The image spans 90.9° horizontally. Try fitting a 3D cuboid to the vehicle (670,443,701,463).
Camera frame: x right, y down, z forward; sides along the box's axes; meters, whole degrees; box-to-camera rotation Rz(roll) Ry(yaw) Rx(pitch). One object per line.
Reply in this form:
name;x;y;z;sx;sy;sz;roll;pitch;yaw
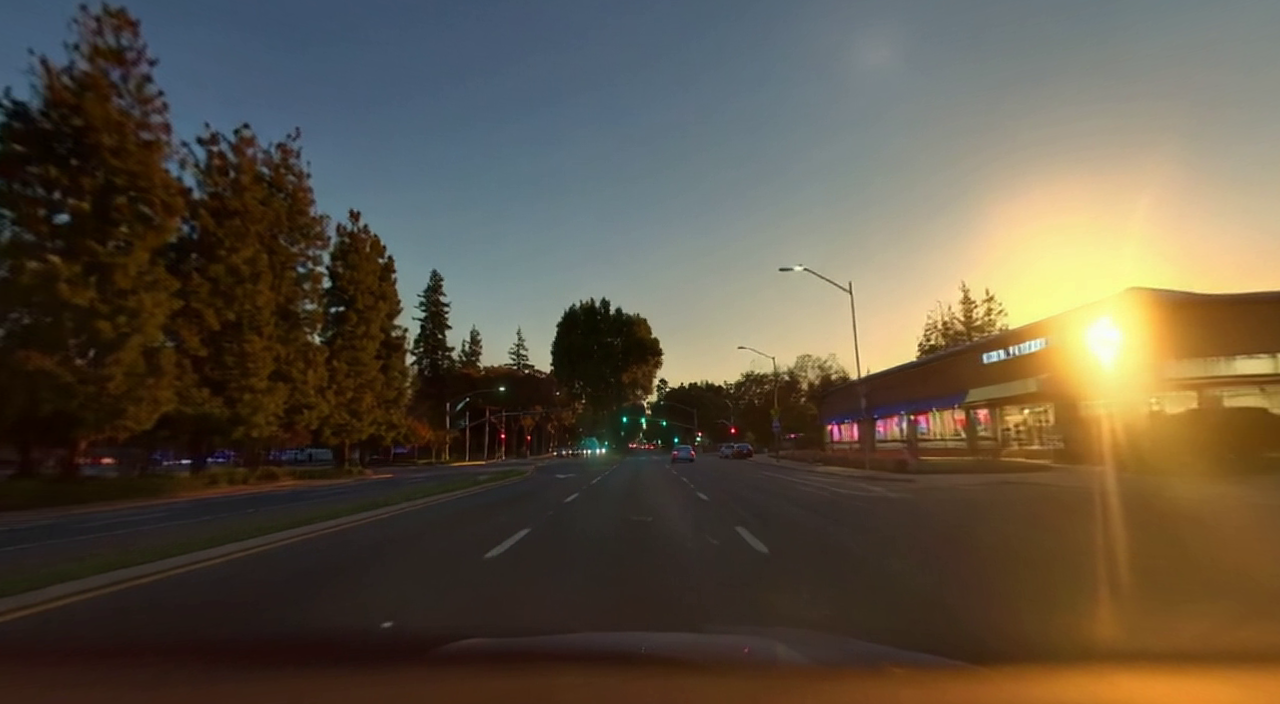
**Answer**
vehicle;3.459;7.763;48.722;2.057;1.470;4.454;0;-8;0
